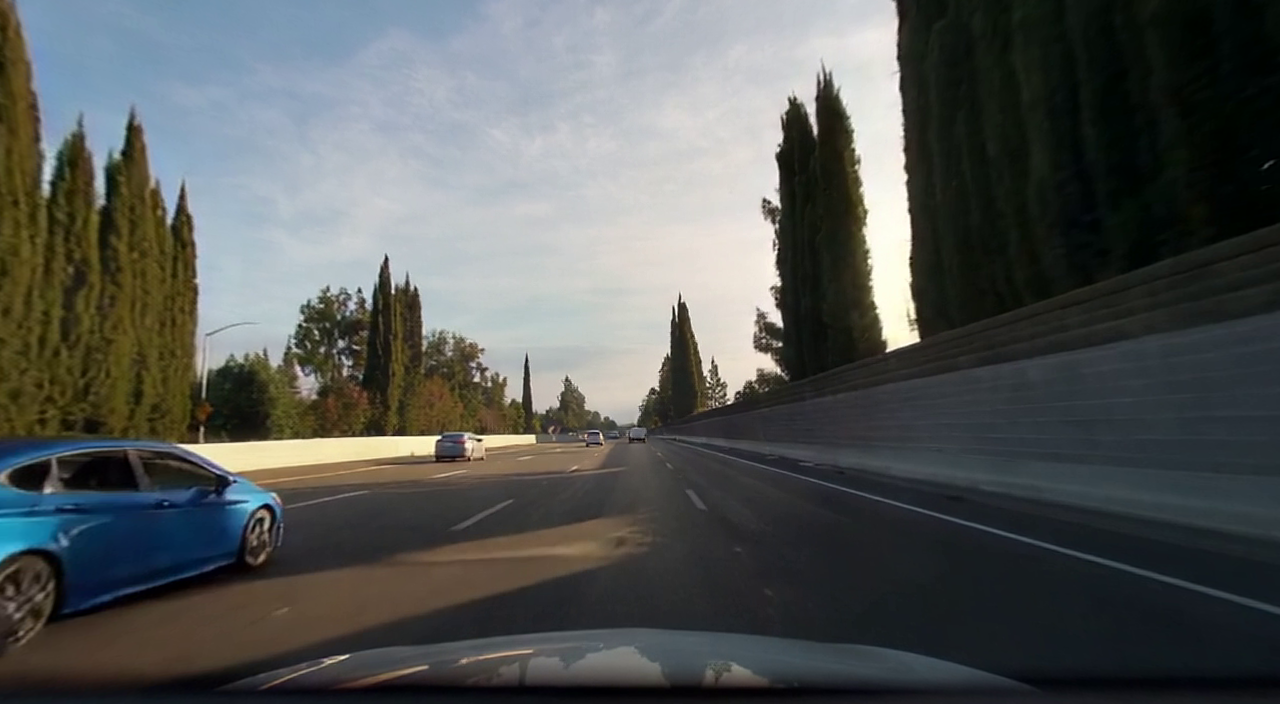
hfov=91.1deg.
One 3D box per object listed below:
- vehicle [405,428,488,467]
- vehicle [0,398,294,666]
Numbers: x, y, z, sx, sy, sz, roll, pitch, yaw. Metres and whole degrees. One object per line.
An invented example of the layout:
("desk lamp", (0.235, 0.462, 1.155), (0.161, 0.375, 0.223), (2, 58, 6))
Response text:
("vehicle", (-8.524, 4.244, 28.191), (2.053, 1.582, 4.878), (0, -8, 1))
("vehicle", (-4.643, 1.142, 4.485), (2.079, 1.500, 3.881), (0, -8, 1))
